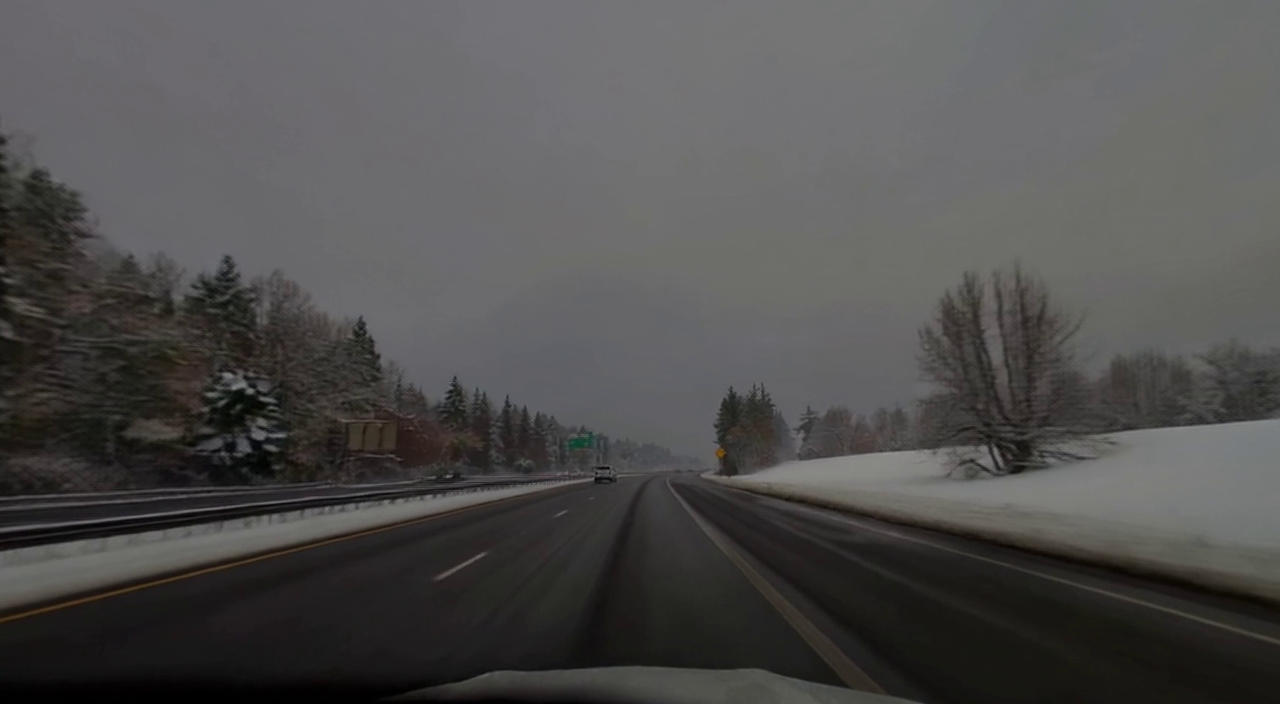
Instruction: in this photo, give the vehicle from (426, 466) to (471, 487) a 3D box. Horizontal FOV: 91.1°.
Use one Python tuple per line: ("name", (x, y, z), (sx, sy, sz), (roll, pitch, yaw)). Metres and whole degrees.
("vehicle", (-15.177, 9.938, 49.979), (1.950, 1.526, 4.557), (2, -12, 2))
